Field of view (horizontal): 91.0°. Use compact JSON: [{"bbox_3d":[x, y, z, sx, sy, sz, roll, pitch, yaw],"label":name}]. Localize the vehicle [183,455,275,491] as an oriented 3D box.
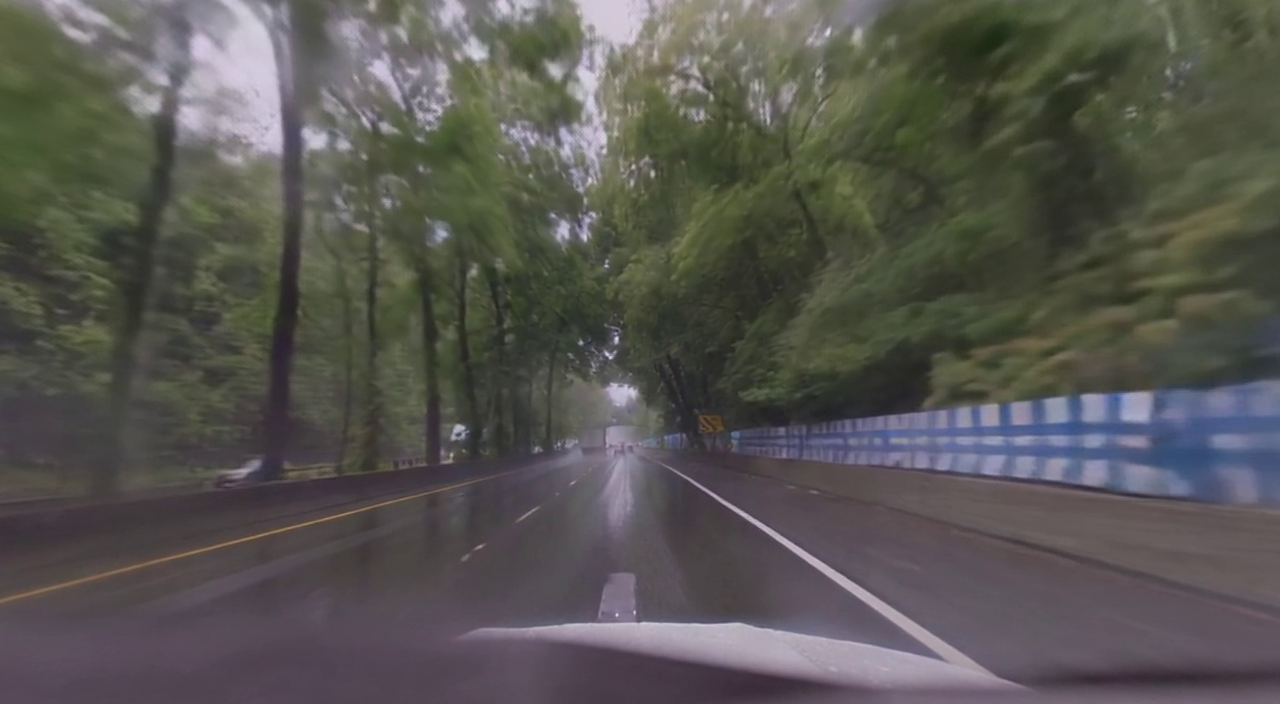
[{"bbox_3d":[-18.633,5.466,28.736,1.767,1.417,3.749,0,-8,-2],"label":"vehicle"}]
